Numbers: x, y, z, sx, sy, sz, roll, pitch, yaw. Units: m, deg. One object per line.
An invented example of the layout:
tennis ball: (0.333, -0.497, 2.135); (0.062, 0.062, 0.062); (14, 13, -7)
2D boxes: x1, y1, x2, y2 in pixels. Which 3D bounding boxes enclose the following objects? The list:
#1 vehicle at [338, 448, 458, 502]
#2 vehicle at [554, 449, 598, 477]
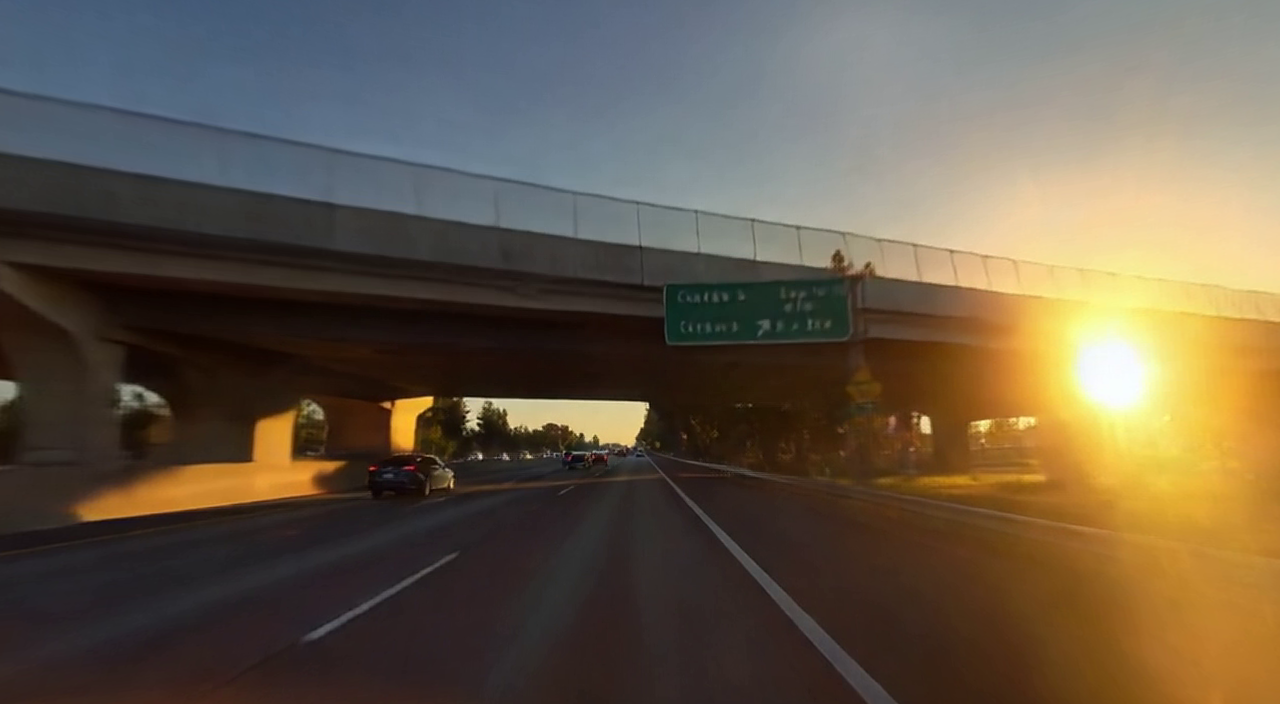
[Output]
vehicle: (-7.653, 3.907, 20.481); (2.002, 1.507, 4.631); (0, -9, 1)
vehicle: (-3.715, 6.544, 37.372); (2.102, 1.571, 4.666); (0, -9, 1)
